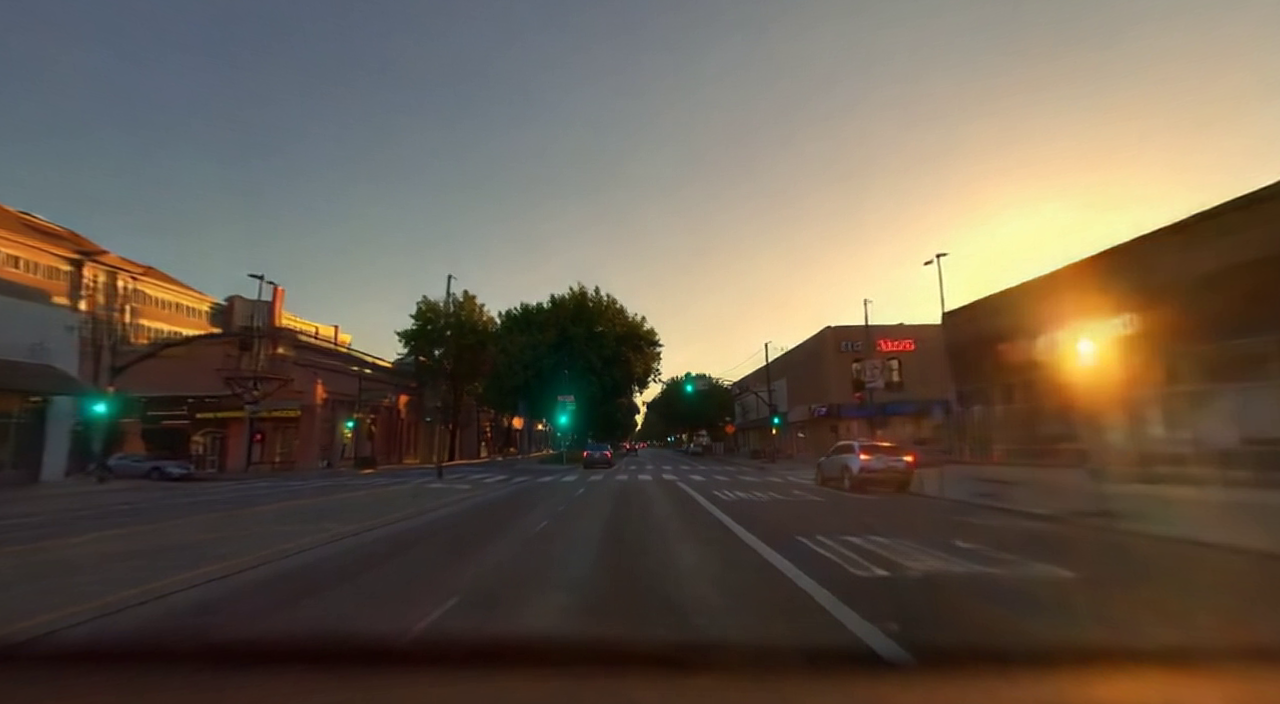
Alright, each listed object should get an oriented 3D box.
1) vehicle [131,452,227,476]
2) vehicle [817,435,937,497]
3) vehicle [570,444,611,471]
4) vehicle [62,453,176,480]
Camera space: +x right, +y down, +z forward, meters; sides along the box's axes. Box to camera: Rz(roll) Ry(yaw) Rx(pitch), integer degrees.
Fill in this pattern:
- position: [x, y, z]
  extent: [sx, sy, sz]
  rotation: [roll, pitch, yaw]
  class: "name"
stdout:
- position: [-29.482, 7.173, 40.297]
  extent: [4.644, 1.428, 1.814]
  rotation: [0, -8, -1]
  class: "vehicle"
- position: [7.234, 3.509, 19.804]
  extent: [1.950, 1.686, 4.509]
  rotation: [1, -9, -1]
  class: "vehicle"
- position: [-2.851, 6.217, 37.246]
  extent: [2.078, 1.471, 4.217]
  rotation: [0, -9, 0]
  class: "vehicle"
- position: [-30.219, 6.639, 36.643]
  extent: [4.686, 1.463, 2.065]
  rotation: [1, -9, -3]
  class: "vehicle"
